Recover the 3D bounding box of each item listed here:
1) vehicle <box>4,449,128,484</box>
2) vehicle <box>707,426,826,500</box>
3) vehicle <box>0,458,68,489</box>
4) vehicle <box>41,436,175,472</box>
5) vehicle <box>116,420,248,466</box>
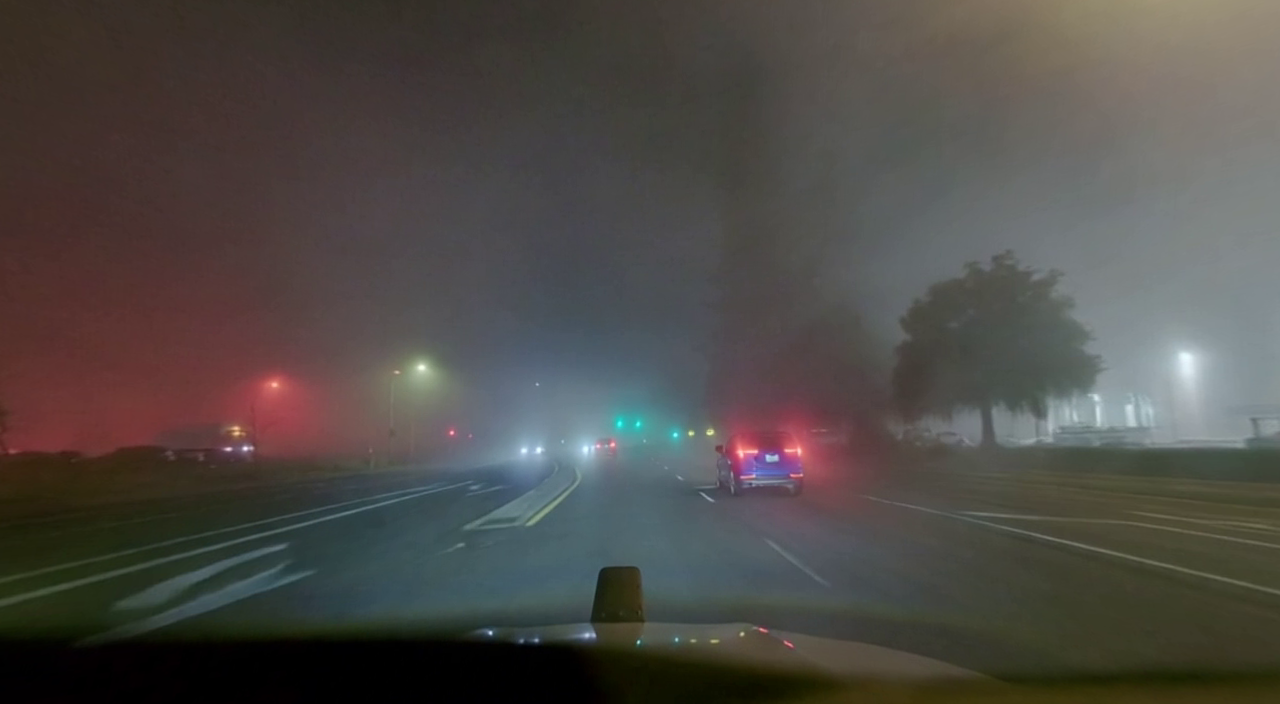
[{"bbox_3d":[-30.101,5.973,33.241,4.399,1.729,2.076,0,-8,0],"label":"vehicle"},{"bbox_3d":[3.126,2.860,16.641,2.060,1.665,4.284,0,-8,-2],"label":"vehicle"},{"bbox_3d":[-30.547,5.848,30.468,3.925,1.375,1.961,0,-8,0],"label":"vehicle"},{"bbox_3d":[-30.257,5.839,36.076,5.496,1.884,2.189,1,-9,-1],"label":"vehicle"},{"bbox_3d":[-33.793,6.785,46.842,7.388,3.256,2.750,0,-9,-2],"label":"vehicle"}]
